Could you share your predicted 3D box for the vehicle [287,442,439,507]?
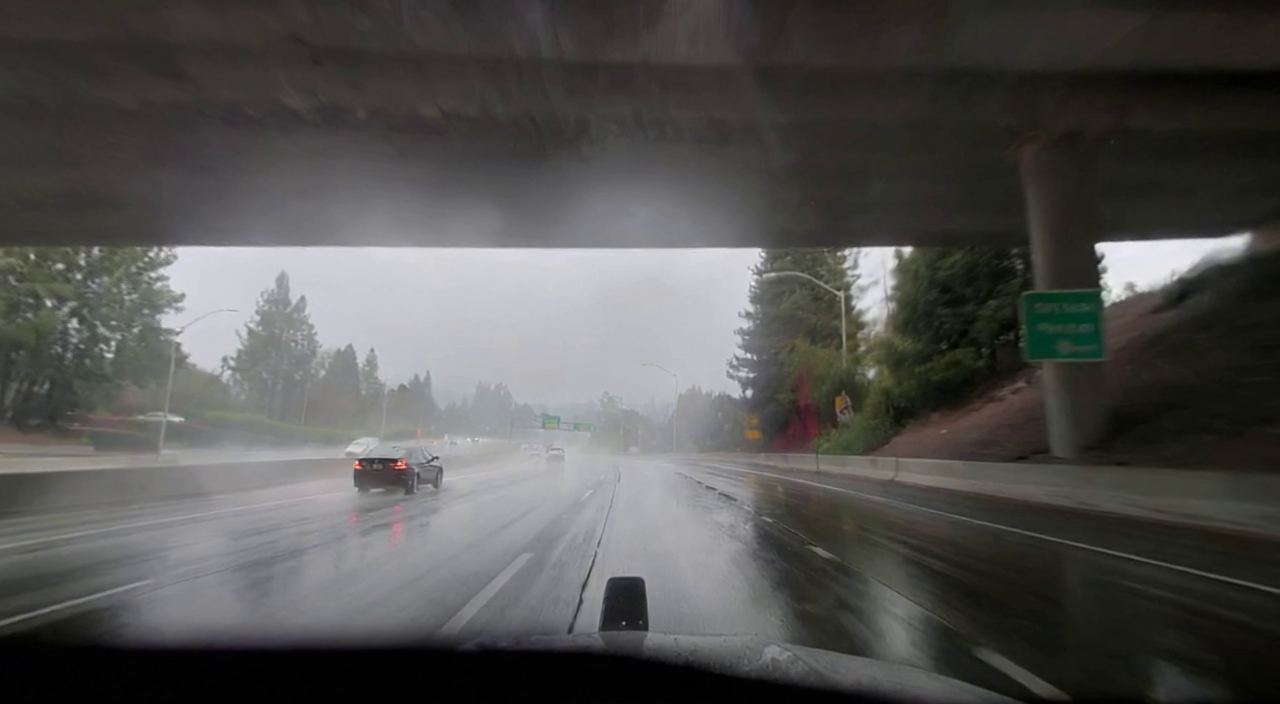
[{"bbox_3d":[-7.179,3.191,16.966,2.025,1.494,4.495,0,-8,0],"label":"vehicle"}]
